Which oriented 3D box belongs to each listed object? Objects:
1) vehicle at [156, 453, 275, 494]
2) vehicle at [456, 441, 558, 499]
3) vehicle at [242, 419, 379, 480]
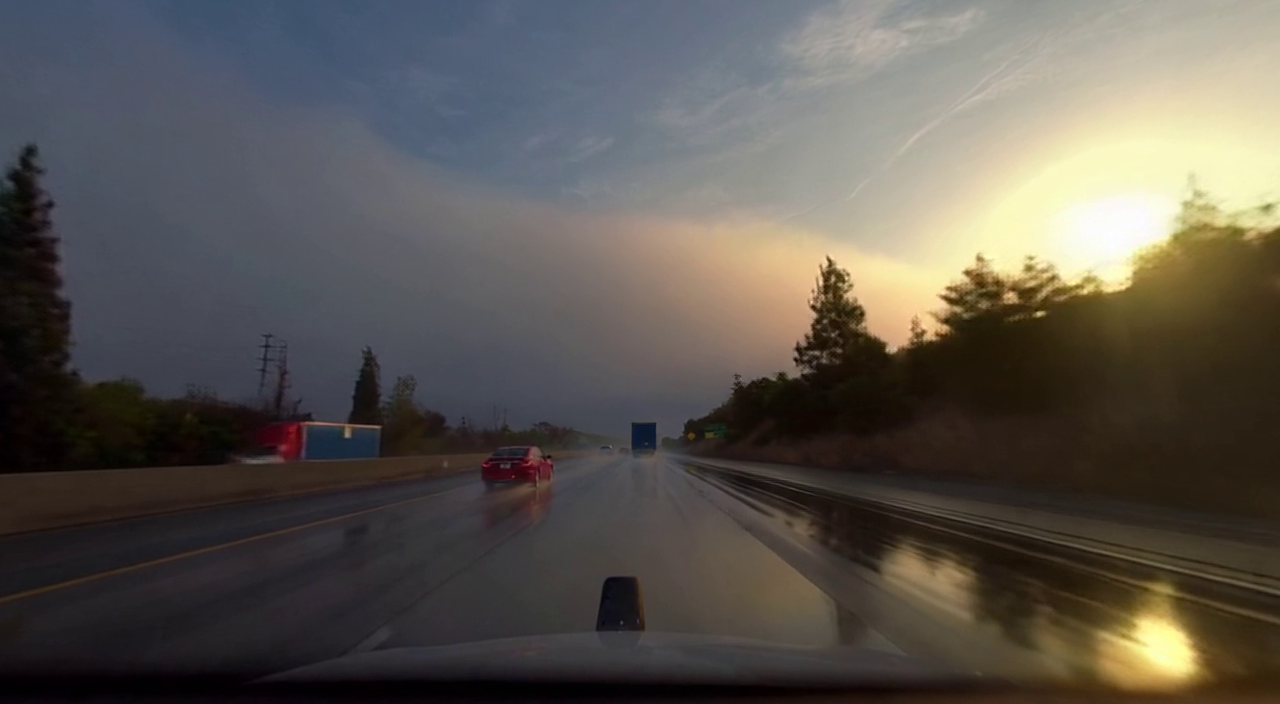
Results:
[{"bbox_3d":[-16.895,4.827,25.430,1.788,1.455,4.243,-1,-9,1],"label":"vehicle"},{"bbox_3d":[-3.909,3.574,19.490,1.999,1.533,4.870,-1,-9,1],"label":"vehicle"},{"bbox_3d":[-23.709,7.170,46.422,2.972,3.912,10.298,-2,-9,11],"label":"vehicle"}]
